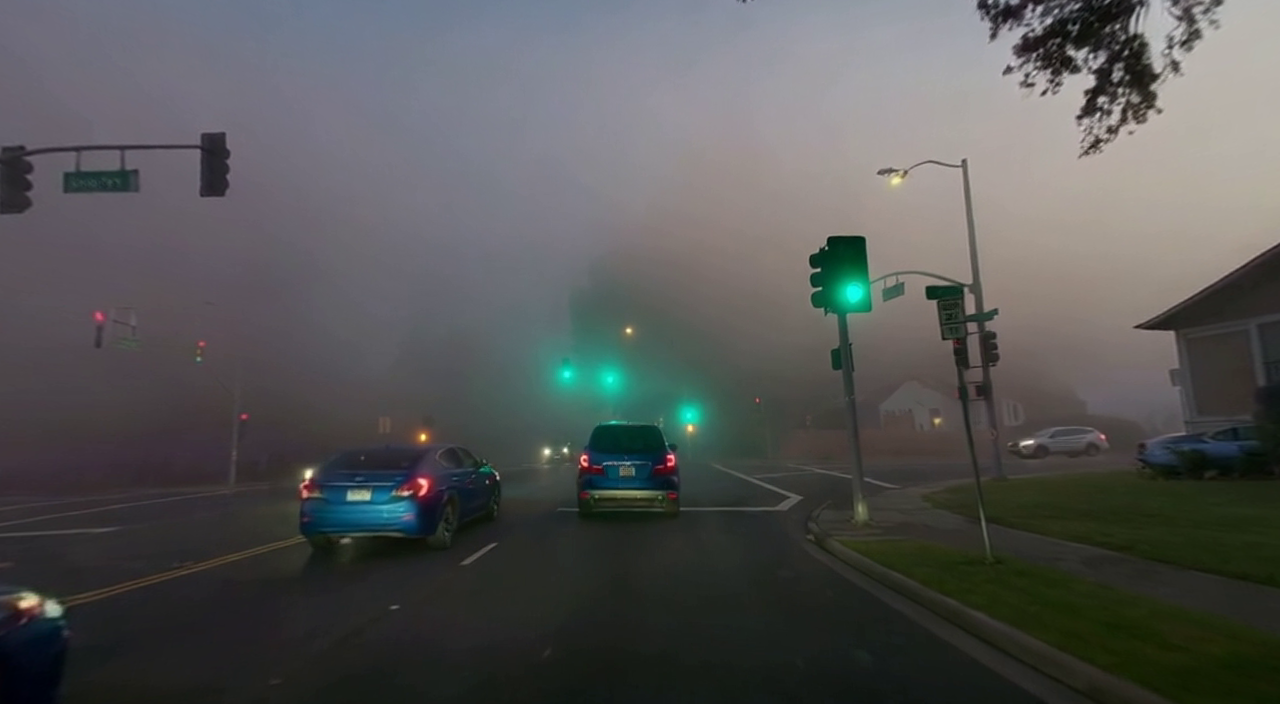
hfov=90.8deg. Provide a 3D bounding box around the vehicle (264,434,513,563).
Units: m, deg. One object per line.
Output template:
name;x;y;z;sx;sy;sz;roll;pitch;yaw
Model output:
vehicle;-3.347;2.015;9.520;1.934;1.459;4.368;0;-8;0

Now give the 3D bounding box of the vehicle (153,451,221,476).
vehicle;-31.283;7.668;43.813;2.113;1.603;4.222;1;-9;-10

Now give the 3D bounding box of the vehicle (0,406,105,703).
vehicle;-3.388;0.663;0.380;1.977;1.488;4.741;0;-8;0

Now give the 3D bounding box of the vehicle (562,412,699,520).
vehicle;-0.189;2.341;13.473;2.396;1.881;4.606;0;-8;-1

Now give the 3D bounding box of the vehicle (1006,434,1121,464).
vehicle;21.339;4.919;32.006;4.353;1.431;1.876;-2;-9;14

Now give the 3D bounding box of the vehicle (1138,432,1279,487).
vehicle;17.228;2.980;17.653;4.715;1.439;1.874;-2;-9;14
